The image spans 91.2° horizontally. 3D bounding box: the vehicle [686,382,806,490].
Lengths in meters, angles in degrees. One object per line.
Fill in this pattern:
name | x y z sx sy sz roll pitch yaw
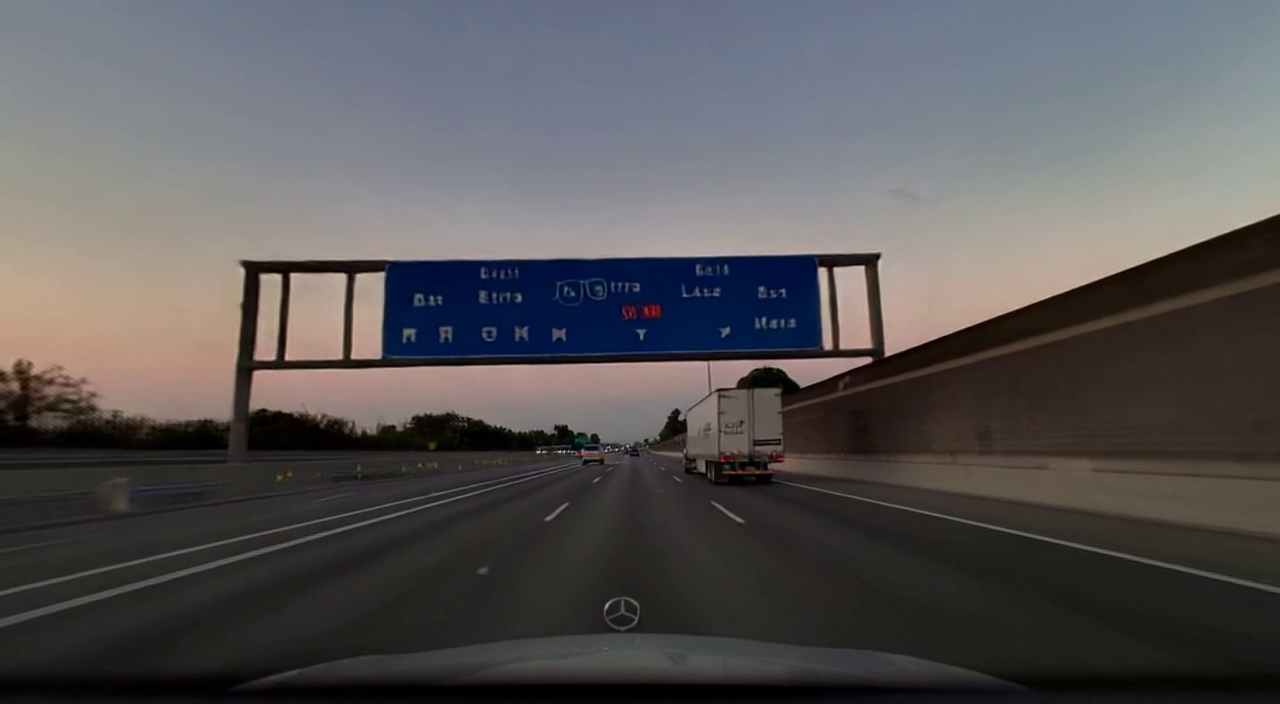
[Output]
vehicle | 3.916 3.685 26.587 2.823 3.509 12.118 0 -9 -1
